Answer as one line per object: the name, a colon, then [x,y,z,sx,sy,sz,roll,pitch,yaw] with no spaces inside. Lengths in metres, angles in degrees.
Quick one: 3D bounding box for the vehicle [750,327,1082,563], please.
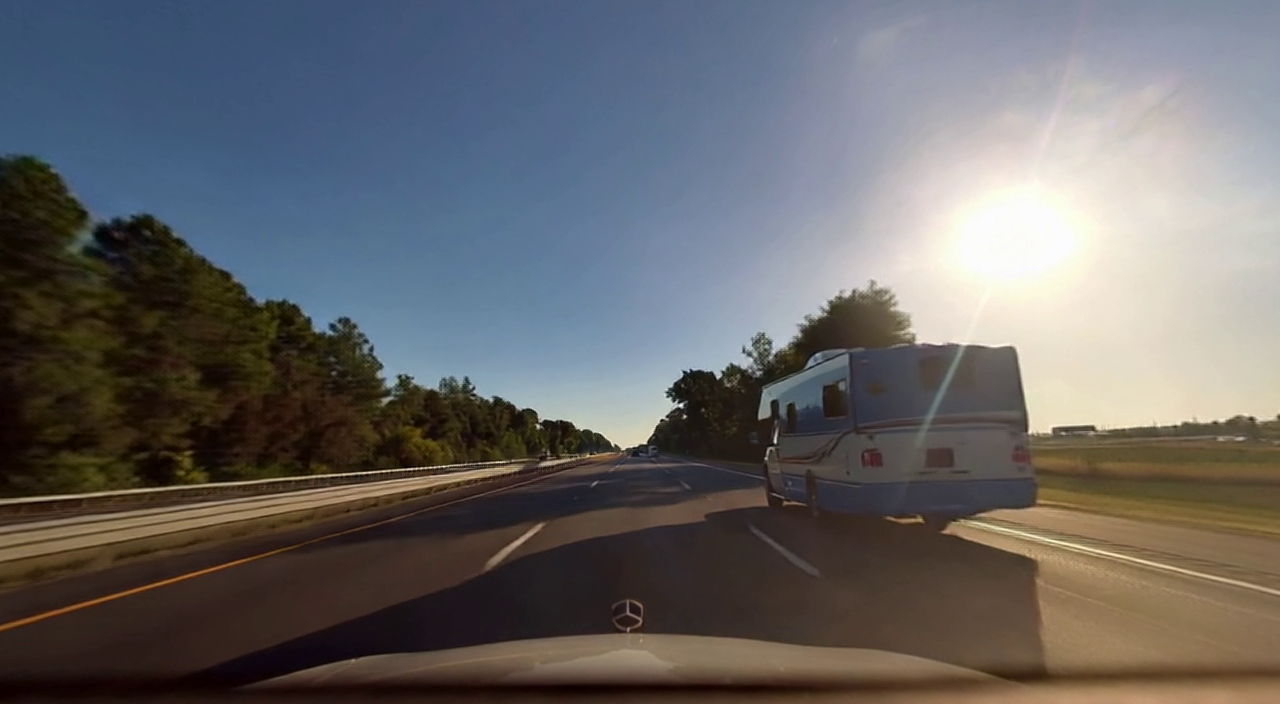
vehicle: [3.771,1.549,10.582,2.556,2.763,6.287,0,-9,-1]
